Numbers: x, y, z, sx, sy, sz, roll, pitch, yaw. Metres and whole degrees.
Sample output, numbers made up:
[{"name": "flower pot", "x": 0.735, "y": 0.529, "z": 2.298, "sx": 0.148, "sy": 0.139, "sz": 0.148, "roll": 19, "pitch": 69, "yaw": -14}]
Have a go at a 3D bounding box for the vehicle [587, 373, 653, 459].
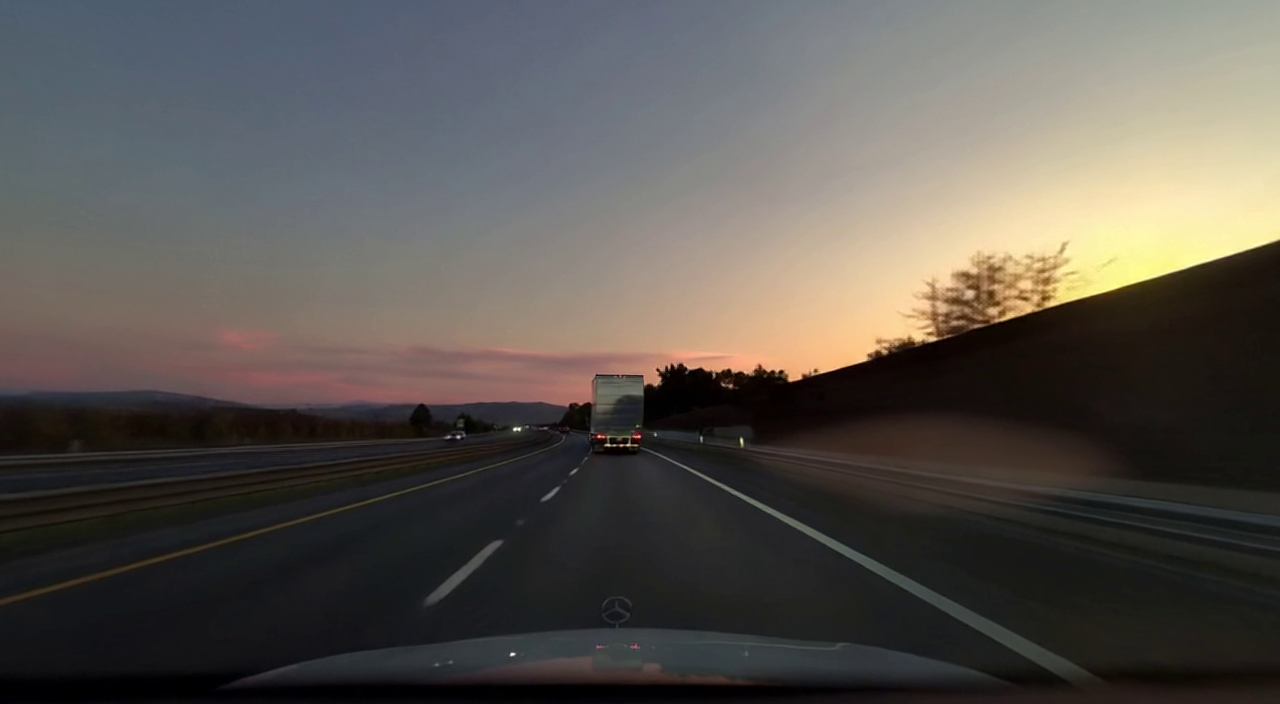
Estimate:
[{"name": "vehicle", "x": -1.157, "y": 3.618, "z": 34.338, "sx": 3.023, "sy": 3.965, "sz": 10.402, "roll": 0, "pitch": -8, "yaw": -3}]
